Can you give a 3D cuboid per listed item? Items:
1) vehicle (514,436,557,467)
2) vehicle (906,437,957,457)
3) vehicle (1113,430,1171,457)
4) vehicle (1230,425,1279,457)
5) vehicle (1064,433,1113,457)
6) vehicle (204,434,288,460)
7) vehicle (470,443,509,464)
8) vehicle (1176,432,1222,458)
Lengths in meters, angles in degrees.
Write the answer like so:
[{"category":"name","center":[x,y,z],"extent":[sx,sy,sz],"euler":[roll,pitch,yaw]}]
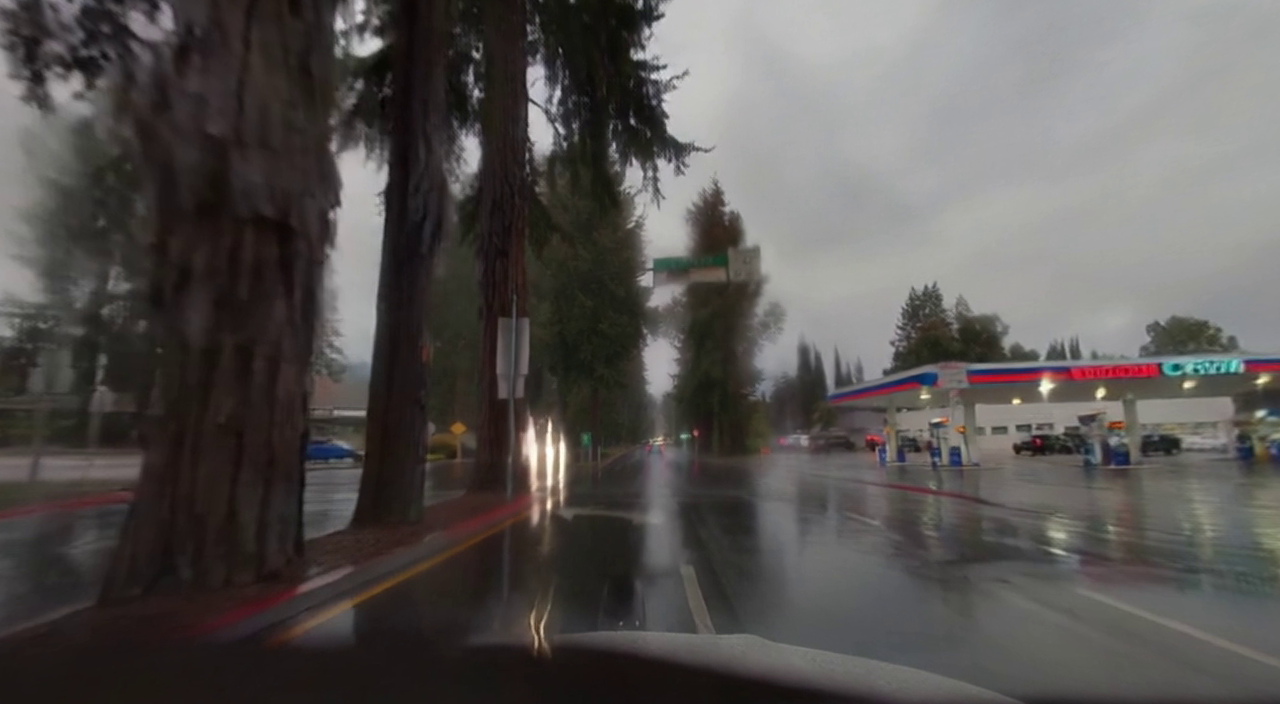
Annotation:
[{"category":"vehicle","center":[-6.384,6.131,39.158],"extent":[1.987,1.747,4.545],"euler":[0,-8,-1]},{"category":"vehicle","center":[22.475,7.300,48.624],"extent":[4.557,1.434,1.916],"euler":[8,-12,-43]},{"category":"vehicle","center":[31.236,5.680,39.258],"extent":[4.355,1.561,2.103],"euler":[8,-11,-44]},{"category":"vehicle","center":[35.259,5.108,36.138],"extent":[1.912,1.684,3.928],"euler":[-8,-12,43]},{"category":"vehicle","center":[29.415,6.080,41.346],"extent":[1.815,1.480,4.406],"euler":[-8,-12,44]},{"category":"vehicle","center":[-28.401,6.828,45.598],"extent":[4.938,1.778,1.954],"euler":[6,-10,-36]},{"category":"vehicle","center":[-11.371,7.704,48.009],"extent":[1.909,1.469,4.370],"euler":[0,-8,0]},{"category":"vehicle","center":[33.081,5.482,37.326],"extent":[1.771,1.422,3.931],"euler":[-8,-11,43]}]
